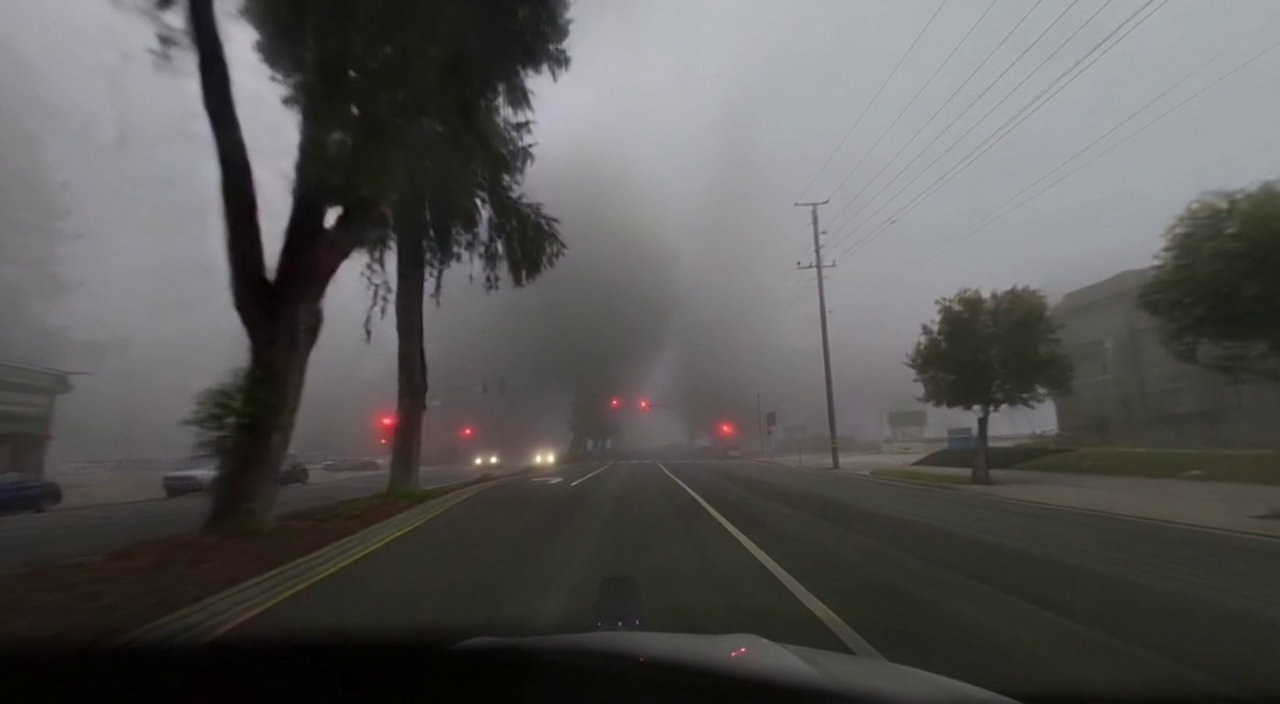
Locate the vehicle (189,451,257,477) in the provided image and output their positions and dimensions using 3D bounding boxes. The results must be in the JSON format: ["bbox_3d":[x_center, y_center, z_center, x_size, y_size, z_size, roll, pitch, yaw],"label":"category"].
[{"bbox_3d":[-26.629,7.163,40.505,1.788,1.538,3.788,0,-9,0],"label":"vehicle"}]

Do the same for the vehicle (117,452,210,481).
[{"bbox_3d":[-26.557,6.375,35.408,1.775,1.479,4.572,0,-9,-3],"label":"vehicle"}]

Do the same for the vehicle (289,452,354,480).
[{"bbox_3d":[-19.499,6.977,38.879,1.851,1.584,4.035,0,-9,0],"label":"vehicle"}]
